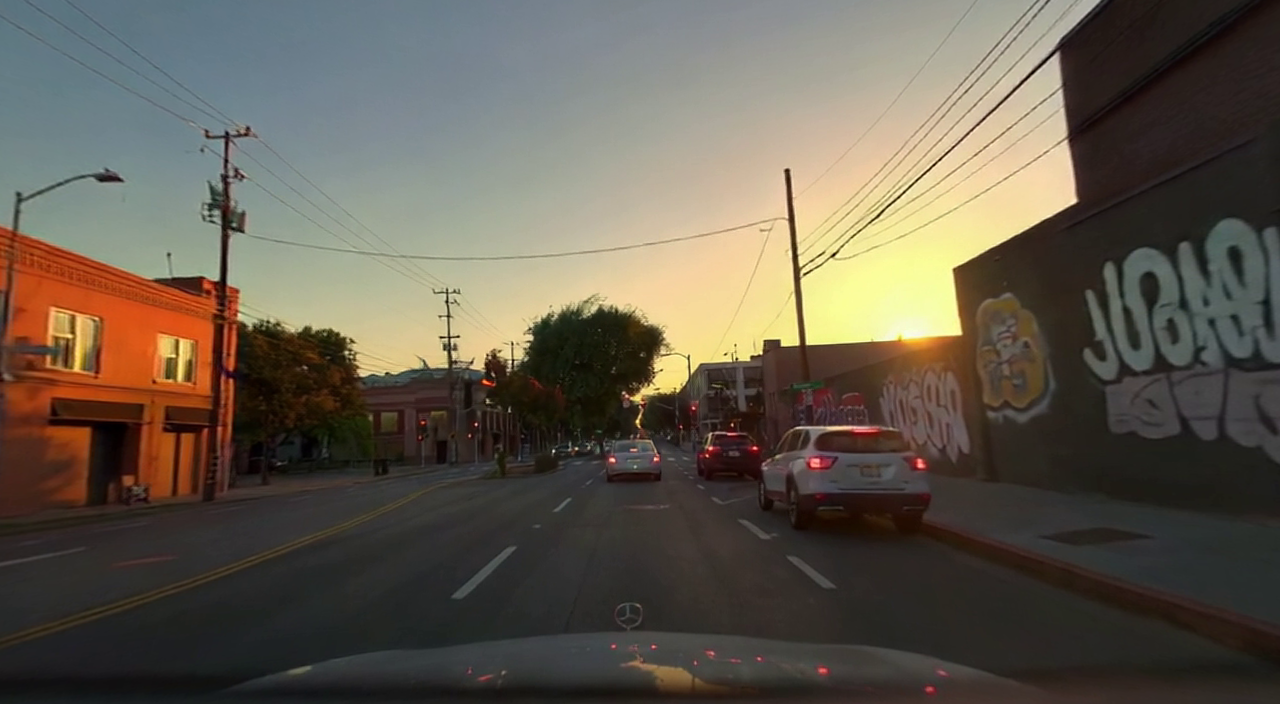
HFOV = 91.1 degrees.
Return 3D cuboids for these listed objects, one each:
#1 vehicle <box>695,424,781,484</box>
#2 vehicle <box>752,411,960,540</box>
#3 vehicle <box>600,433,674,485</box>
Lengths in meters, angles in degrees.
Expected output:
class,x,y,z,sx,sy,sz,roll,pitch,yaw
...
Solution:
class,x,y,z,sx,sy,sz,roll,pitch,yaw
vehicle,3.158,3.426,21.263,2.060,1.783,4.579,0,-8,-1
vehicle,3.306,1.985,10.716,1.938,1.714,4.402,0,-8,0
vehicle,-0.067,3.468,20.648,2.153,1.505,4.452,0,-8,1
